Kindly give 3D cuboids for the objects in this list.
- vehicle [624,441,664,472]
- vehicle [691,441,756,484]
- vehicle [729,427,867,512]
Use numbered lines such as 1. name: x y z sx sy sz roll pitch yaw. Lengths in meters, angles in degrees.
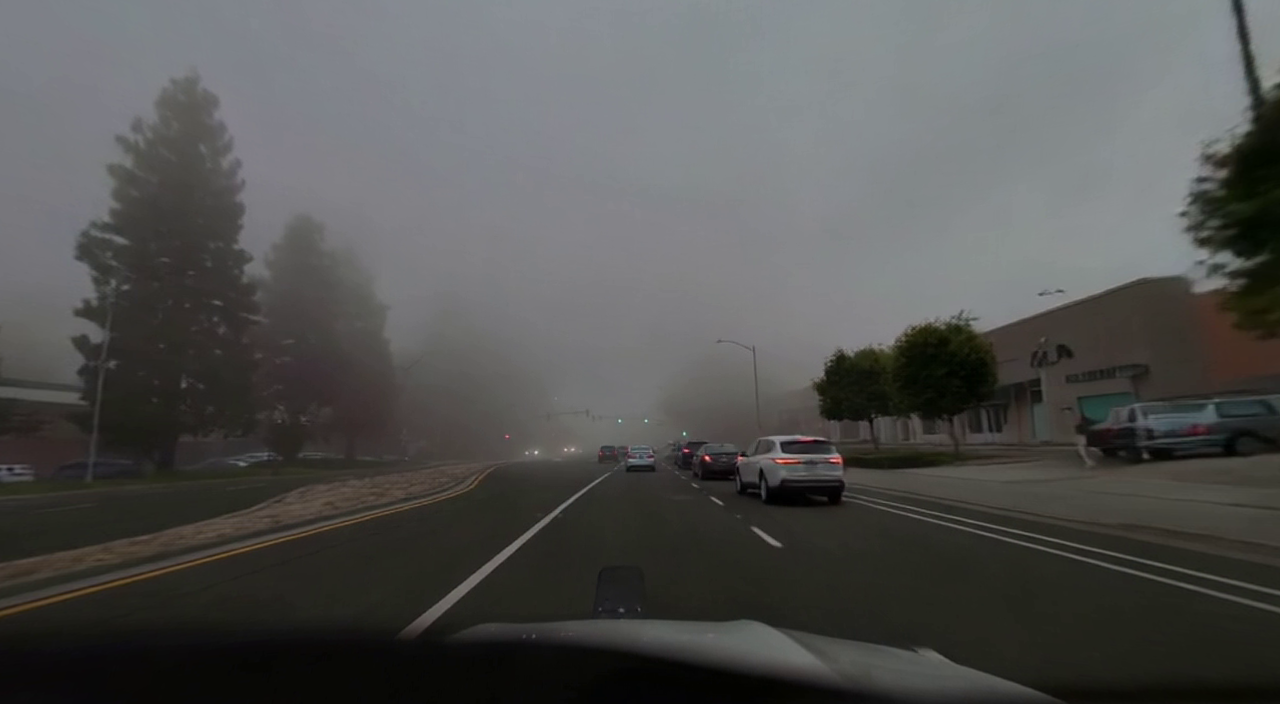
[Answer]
1. vehicle: 0.161 5.667 34.356 2.023 1.532 3.891 0 -9 -1
2. vehicle: 3.116 4.241 24.548 1.864 1.484 4.662 0 -9 0
3. vehicle: 3.466 2.665 14.761 2.085 1.668 4.077 0 -9 -1
